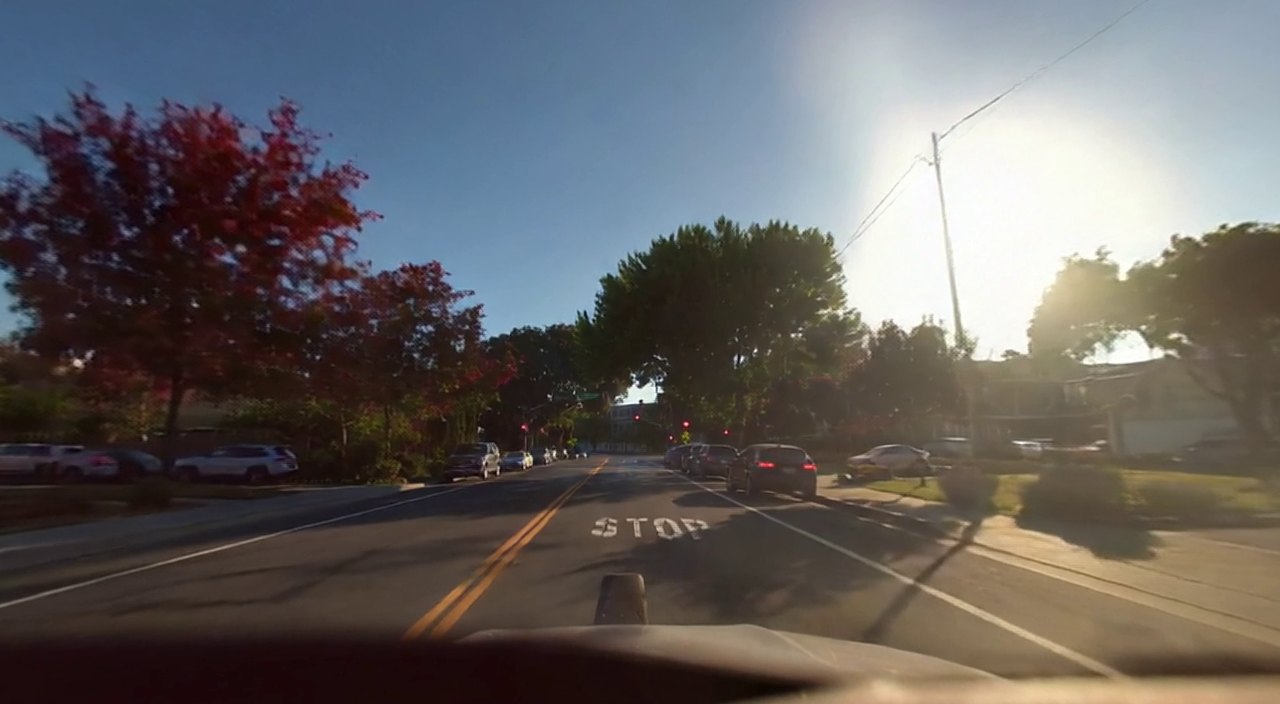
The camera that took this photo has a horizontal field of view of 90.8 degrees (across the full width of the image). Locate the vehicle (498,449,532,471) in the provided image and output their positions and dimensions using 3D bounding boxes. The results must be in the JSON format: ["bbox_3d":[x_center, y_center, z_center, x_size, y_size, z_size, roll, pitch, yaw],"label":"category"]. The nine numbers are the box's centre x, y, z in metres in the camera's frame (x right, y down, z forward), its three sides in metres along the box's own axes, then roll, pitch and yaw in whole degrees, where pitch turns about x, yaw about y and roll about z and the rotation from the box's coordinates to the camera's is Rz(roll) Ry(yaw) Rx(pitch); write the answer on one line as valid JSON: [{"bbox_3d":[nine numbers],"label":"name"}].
[{"bbox_3d":[-8.760,7.591,44.608,1.860,1.476,4.594,1,-9,-5],"label":"vehicle"}]

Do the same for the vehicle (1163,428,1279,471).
[{"bbox_3d":[24.844,4.028,26.252,4.213,1.644,2.105,-1,-9,0],"label":"vehicle"}]

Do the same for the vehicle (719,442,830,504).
[{"bbox_3d":[3.705,3.403,18.267,1.955,1.536,4.395,1,-9,-4],"label":"vehicle"}]

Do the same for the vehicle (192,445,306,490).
[{"bbox_3d":[-14.810,4.370,24.235,1.848,1.562,3.827,0,-9,1],"label":"vehicle"}]

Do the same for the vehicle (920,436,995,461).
[{"bbox_3d":[24.273,7.423,48.423,4.599,1.759,2.060,-1,-9,-1],"label":"vehicle"}]

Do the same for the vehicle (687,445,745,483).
[{"bbox_3d":[3.220,4.822,27.566,1.809,1.513,4.264,0,-9,-3],"label":"vehicle"}]

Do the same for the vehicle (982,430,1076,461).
[{"bbox_3d":[24.380,5.894,39.733,4.476,1.795,2.055,-1,-9,-2],"label":"vehicle"}]

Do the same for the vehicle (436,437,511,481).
[{"bbox_3d":[-8.316,5.404,32.178,2.420,2.004,5.615,0,-9,-2],"label":"vehicle"}]

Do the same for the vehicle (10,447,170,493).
[{"bbox_3d":[-20.597,4.398,23.995,1.959,1.485,4.666,-2,-9,-1],"label":"vehicle"}]
